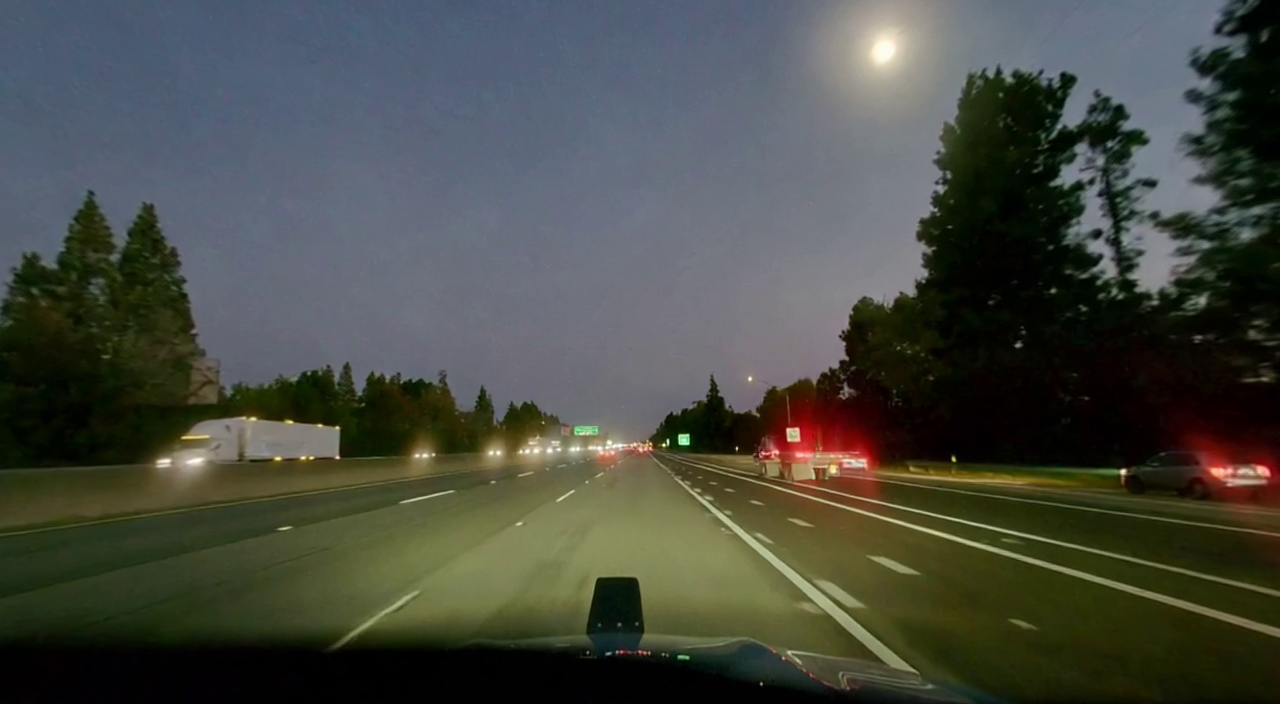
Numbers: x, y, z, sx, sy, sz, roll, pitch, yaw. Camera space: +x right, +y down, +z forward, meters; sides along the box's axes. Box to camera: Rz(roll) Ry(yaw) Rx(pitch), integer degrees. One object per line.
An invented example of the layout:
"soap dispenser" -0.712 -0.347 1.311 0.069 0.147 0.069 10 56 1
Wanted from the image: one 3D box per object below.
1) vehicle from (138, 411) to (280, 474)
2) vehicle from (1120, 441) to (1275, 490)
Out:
"vehicle" -29.701 6.429 44.366 2.905 3.853 10.269 0 -9 -2
"vehicle" 18.888 3.834 21.650 1.927 1.496 3.915 -1 -9 6
